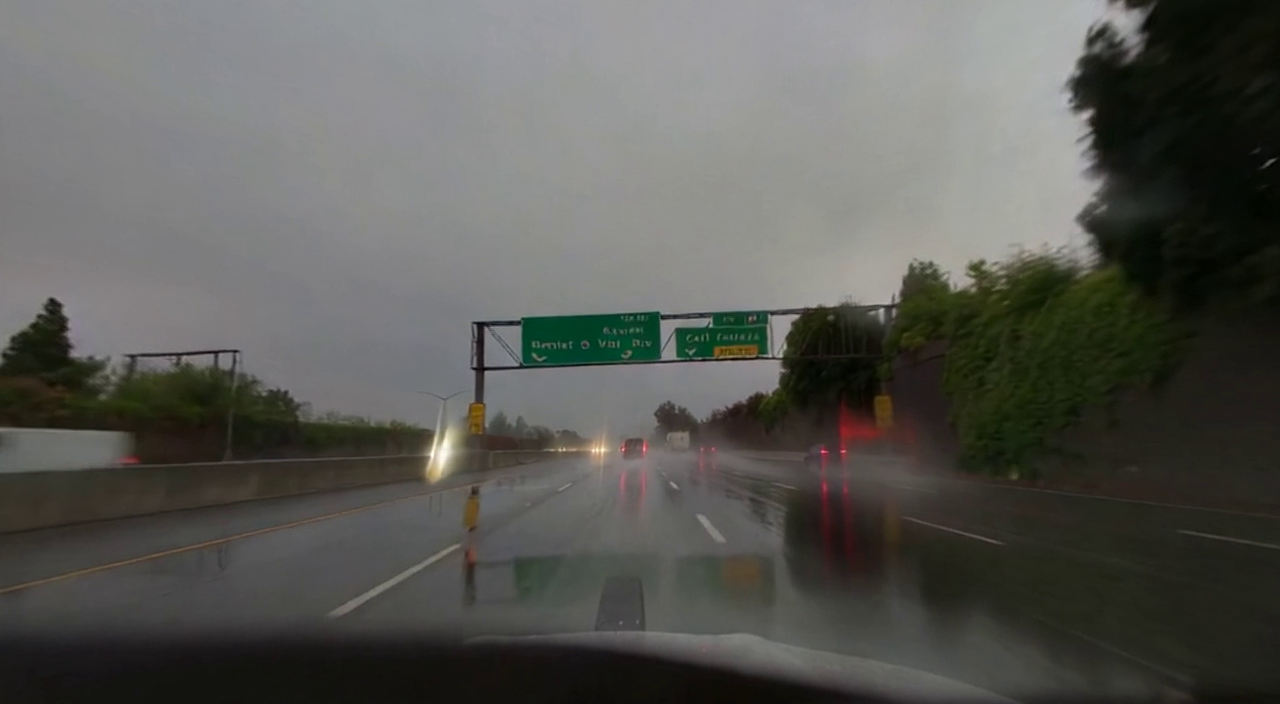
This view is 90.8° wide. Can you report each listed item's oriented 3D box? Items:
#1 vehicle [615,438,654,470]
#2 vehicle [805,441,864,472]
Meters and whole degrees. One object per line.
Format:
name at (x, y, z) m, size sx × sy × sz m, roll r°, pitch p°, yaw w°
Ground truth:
vehicle at (-0.359, 5.896, 36.609) m, size 2.121 × 1.739 × 4.087 m, roll 0°, pitch -9°, yaw -2°
vehicle at (11.159, 6.035, 36.588) m, size 1.912 × 1.673 × 4.438 m, roll 0°, pitch -9°, yaw -1°
